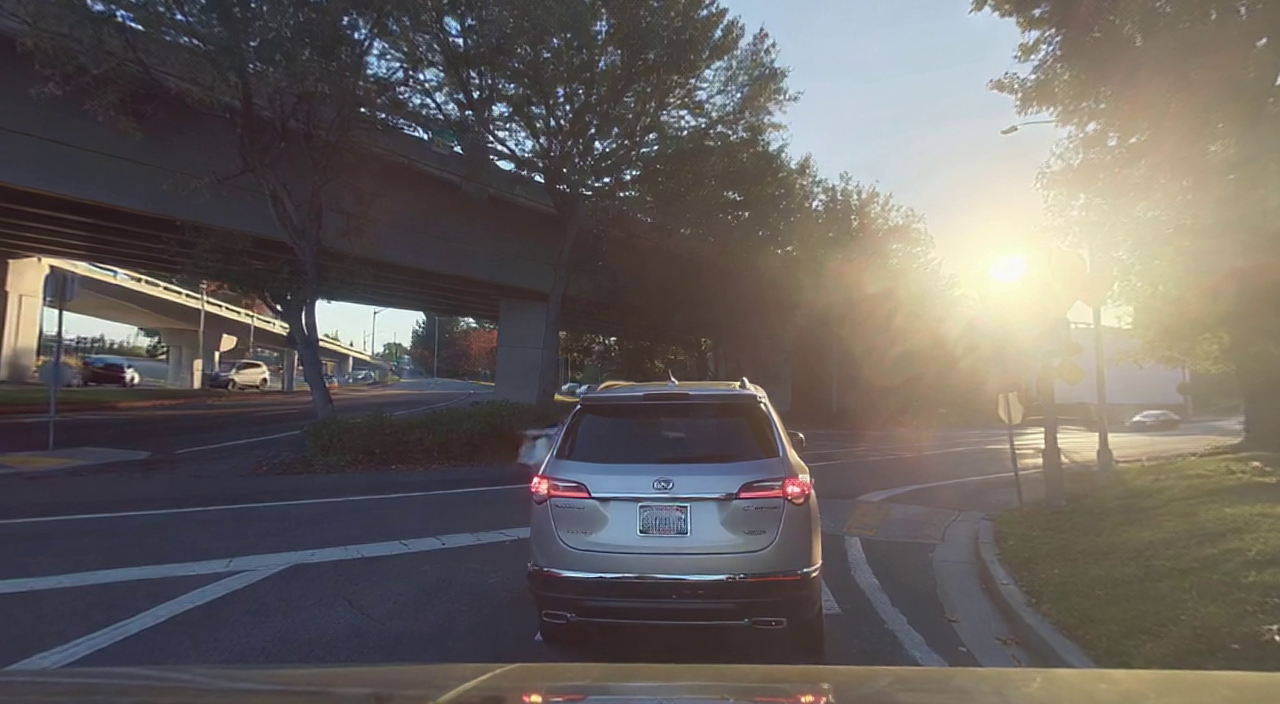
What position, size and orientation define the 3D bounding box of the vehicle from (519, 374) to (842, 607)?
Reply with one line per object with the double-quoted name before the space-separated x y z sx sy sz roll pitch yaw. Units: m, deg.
"vehicle" 0.312 1.399 7.148 2.494 1.804 4.336 0 -9 0
